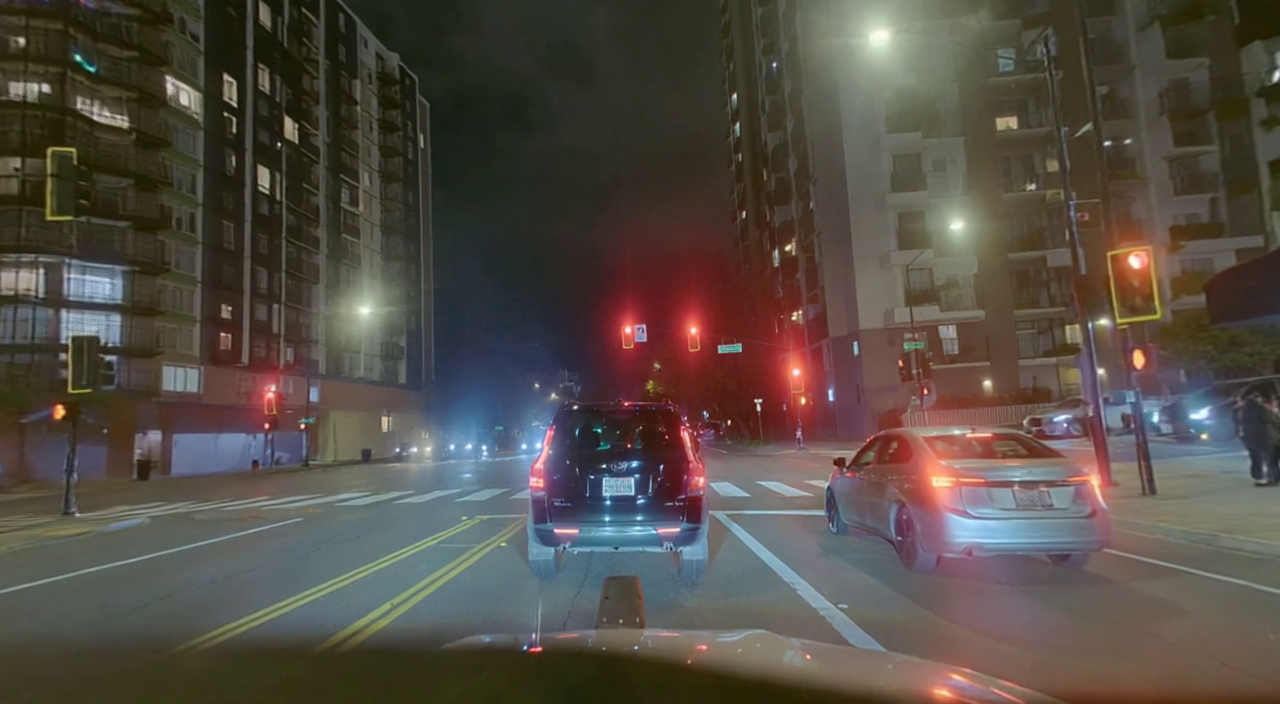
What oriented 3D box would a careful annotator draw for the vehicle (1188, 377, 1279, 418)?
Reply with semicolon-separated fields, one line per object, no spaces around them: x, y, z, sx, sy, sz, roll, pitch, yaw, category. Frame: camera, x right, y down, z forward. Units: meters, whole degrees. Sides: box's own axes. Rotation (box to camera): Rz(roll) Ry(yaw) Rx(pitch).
26.562;1.981;27.164;4.287;1.639;1.729;0;-8;1;vehicle

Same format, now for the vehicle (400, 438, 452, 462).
-16.033;7.352;47.606;2.132;1.710;4.504;0;-8;2;vehicle

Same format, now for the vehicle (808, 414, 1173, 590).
3.695;1.660;7.889;1.987;1.538;4.510;0;-8;0;vehicle

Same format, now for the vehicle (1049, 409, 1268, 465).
14.267;2.380;17.609;4.354;1.466;1.863;0;-8;2;vehicle

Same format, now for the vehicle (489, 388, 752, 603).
-0.150;1.493;7.371;2.168;1.776;4.135;0;-8;0;vehicle
